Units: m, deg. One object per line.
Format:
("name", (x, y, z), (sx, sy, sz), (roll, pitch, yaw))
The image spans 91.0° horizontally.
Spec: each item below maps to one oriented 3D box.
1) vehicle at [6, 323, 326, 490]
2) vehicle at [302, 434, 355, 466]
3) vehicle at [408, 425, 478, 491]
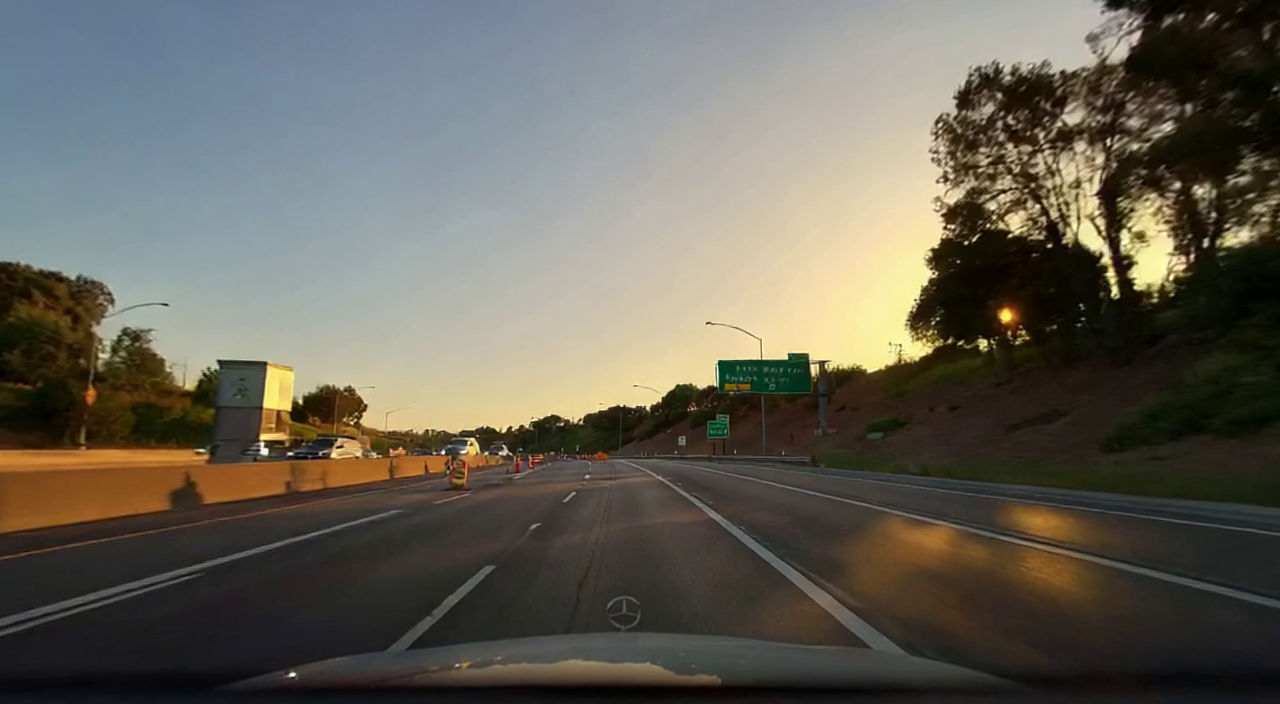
("vehicle", (-14.881, 2.179, 21.207), (4.494, 4.430, 7.701), (3, -11, -2))
("vehicle", (-18.752, 5.908, 38.019), (1.722, 1.835, 3.286), (0, -9, -5))
("vehicle", (-8.111, 4.362, 26.233), (1.925, 2.542, 3.048), (0, -8, -1))
